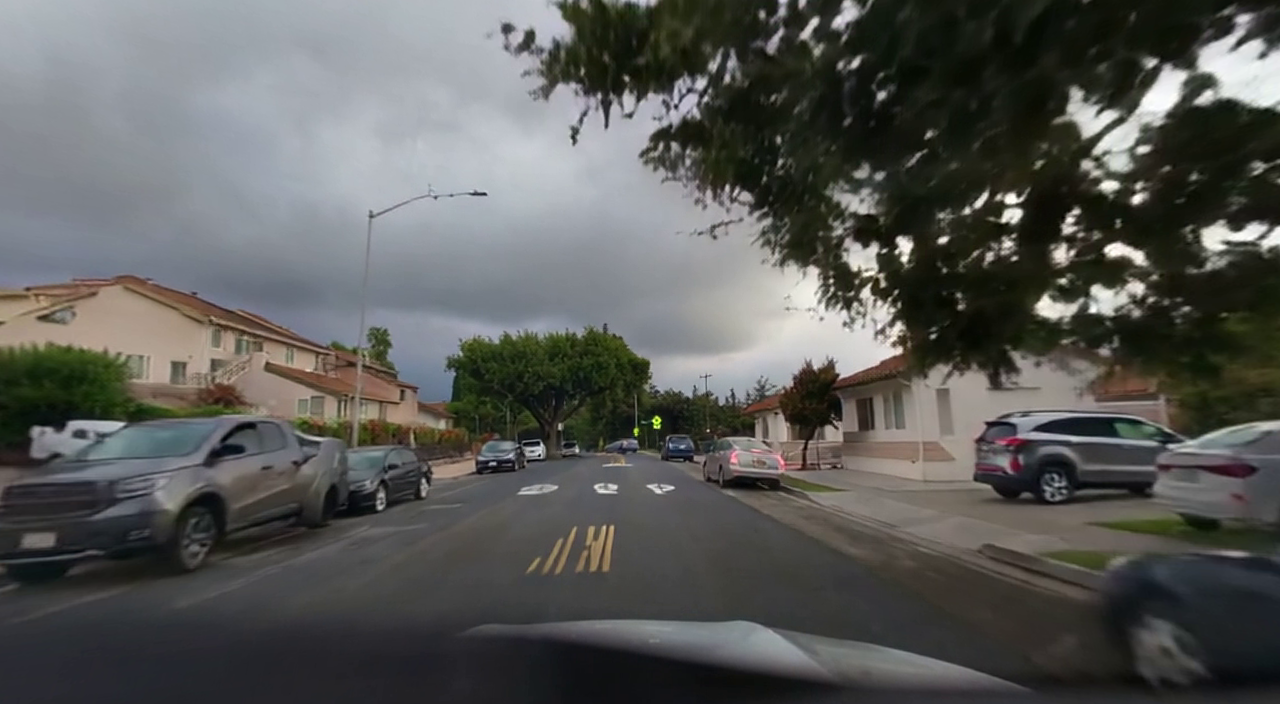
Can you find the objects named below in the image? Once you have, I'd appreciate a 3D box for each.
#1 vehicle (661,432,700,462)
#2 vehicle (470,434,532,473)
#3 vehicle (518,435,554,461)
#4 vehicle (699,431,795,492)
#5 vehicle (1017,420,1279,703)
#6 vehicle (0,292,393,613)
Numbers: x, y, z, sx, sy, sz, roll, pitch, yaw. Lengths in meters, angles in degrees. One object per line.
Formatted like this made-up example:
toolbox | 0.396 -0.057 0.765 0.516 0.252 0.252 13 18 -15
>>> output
vehicle | 2.326 5.606 37.302 1.997 1.663 4.544 0 -8 -1
vehicle | -6.182 4.543 28.724 1.972 1.502 5.530 0 -7 -4
vehicle | -6.786 6.308 41.547 1.842 1.540 3.704 0 -7 -2
vehicle | 3.012 3.166 18.860 1.875 1.568 4.899 1 -7 -2
vehicle | 3.600 0.943 1.828 1.972 1.492 4.506 1 -7 -5
vehicle | -5.514 1.213 8.266 2.270 2.706 5.871 0 -8 -2
